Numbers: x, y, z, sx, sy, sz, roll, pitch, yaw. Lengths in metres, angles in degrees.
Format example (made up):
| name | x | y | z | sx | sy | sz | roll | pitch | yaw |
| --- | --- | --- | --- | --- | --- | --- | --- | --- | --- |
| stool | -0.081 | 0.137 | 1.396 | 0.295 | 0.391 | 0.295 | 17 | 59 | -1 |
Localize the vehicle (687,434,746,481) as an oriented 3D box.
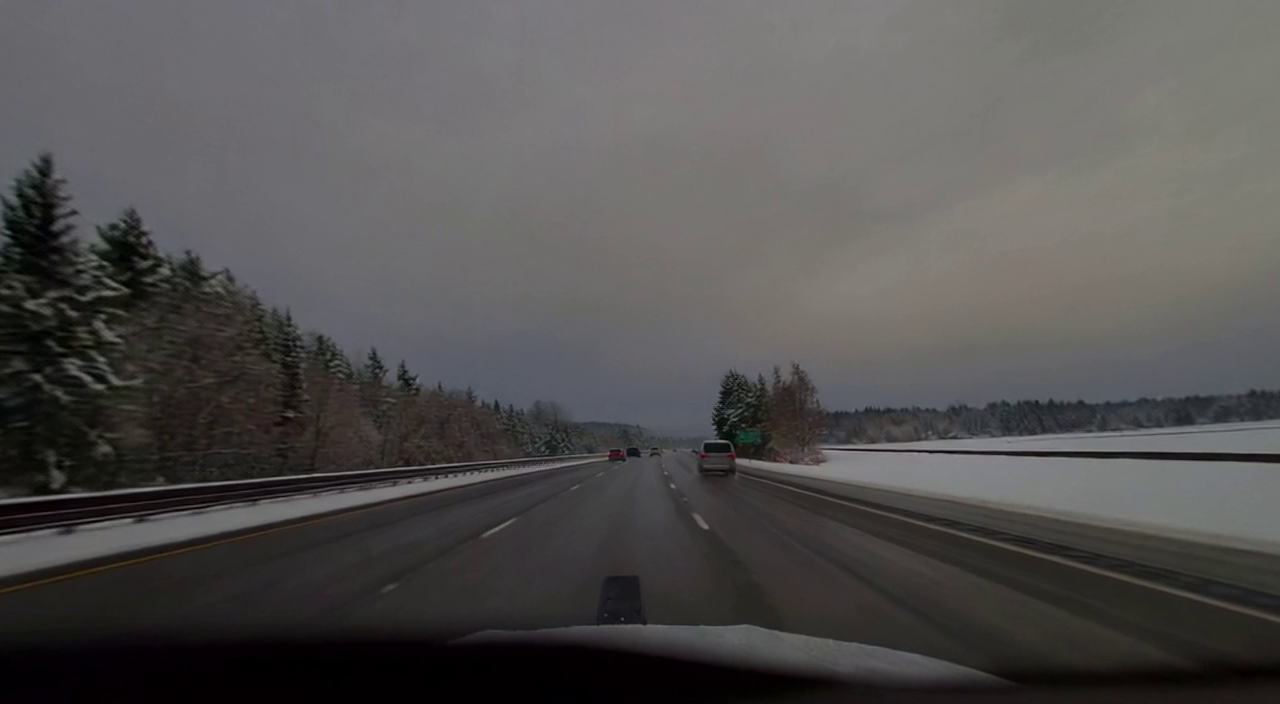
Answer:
| name | x | y | z | sx | sy | sz | roll | pitch | yaw |
| --- | --- | --- | --- | --- | --- | --- | --- | --- | --- |
| vehicle | 3.502 | 4.974 | 29.801 | 2.219 | 2.033 | 4.911 | 0 | -9 | 1 |
